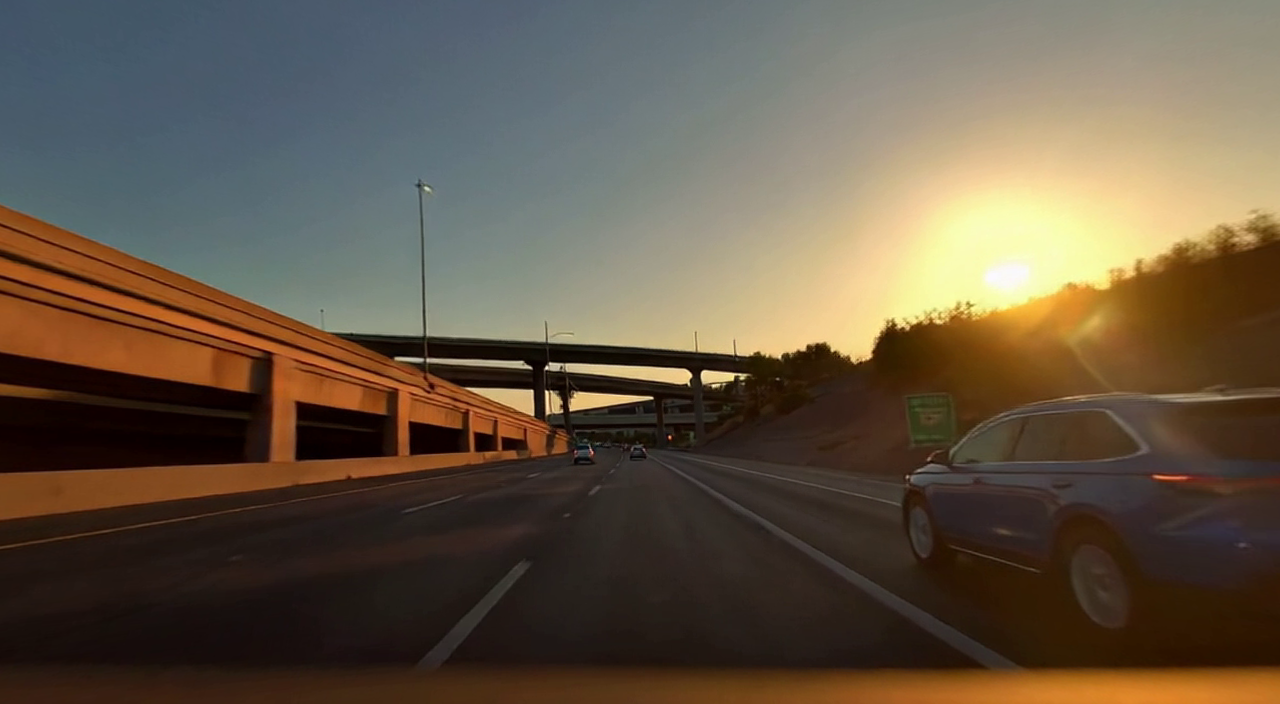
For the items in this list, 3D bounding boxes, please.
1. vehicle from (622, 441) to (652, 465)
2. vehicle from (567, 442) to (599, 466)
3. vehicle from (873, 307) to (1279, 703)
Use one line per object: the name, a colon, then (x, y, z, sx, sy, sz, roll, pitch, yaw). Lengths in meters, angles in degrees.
vehicle: (-0.227, 7.389, 46.501, 2.132, 1.657, 3.967, 0, -8, -1)
vehicle: (-4.081, 7.336, 45.778, 2.000, 1.646, 4.201, 0, -8, -1)
vehicle: (3.718, 1.014, 4.384, 2.288, 1.841, 4.779, 0, -8, -1)
